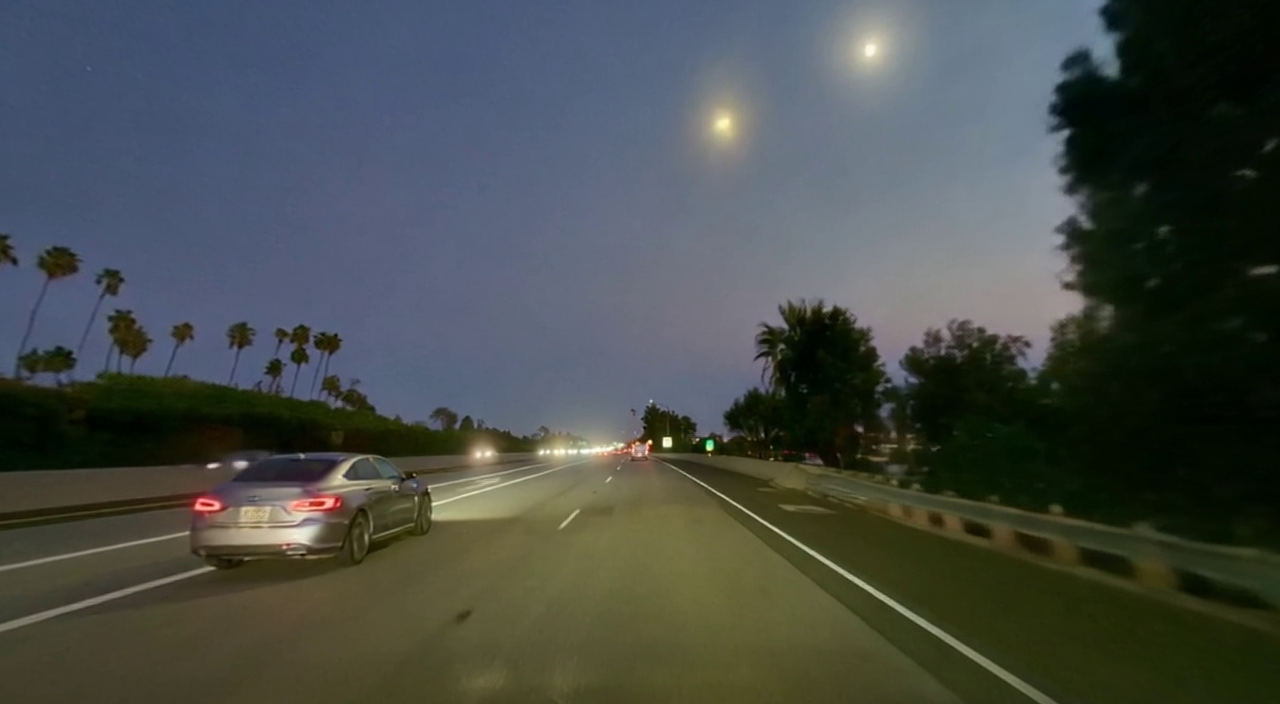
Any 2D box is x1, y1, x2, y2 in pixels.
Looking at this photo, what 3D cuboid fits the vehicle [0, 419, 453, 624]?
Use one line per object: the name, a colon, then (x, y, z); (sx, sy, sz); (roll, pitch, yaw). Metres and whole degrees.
vehicle: (-3.974, 1.656, 7.282); (2.092, 1.562, 4.748); (0, -8, 1)
